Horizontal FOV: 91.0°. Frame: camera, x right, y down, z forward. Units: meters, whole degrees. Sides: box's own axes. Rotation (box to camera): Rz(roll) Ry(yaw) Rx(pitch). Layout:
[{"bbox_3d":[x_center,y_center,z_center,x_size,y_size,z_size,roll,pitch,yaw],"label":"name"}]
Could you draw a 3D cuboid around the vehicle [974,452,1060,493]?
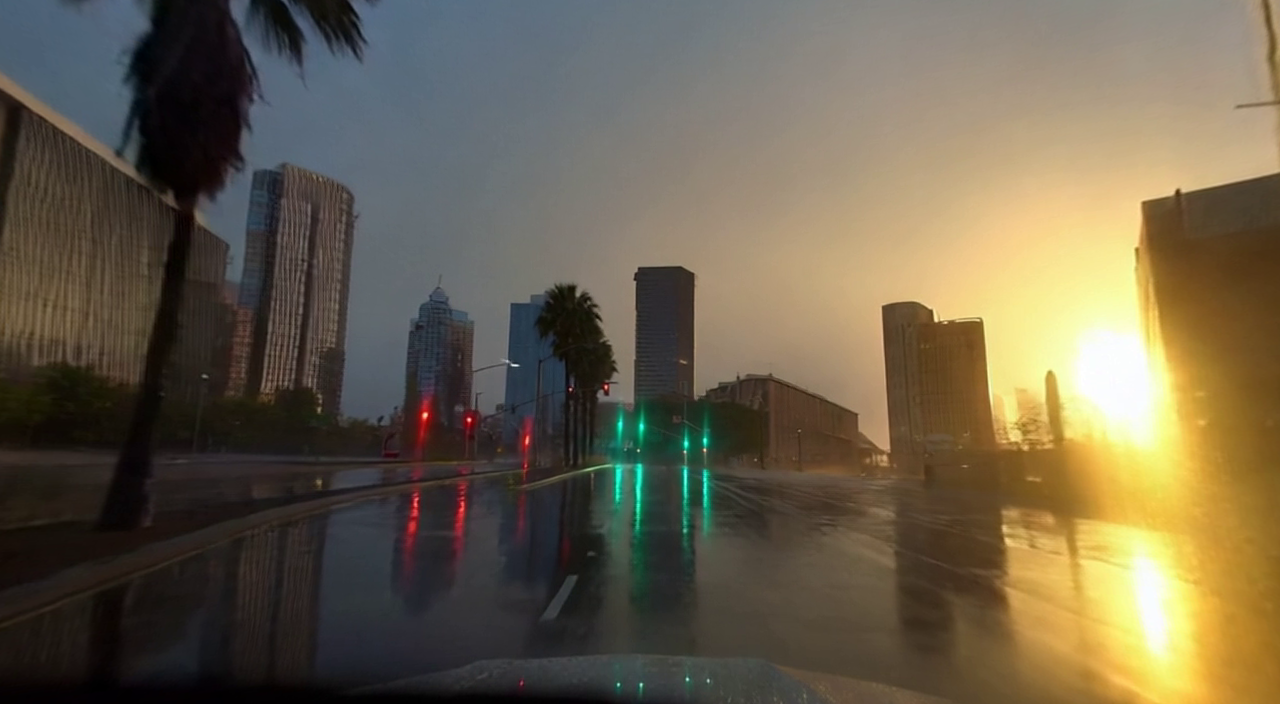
[{"bbox_3d":[28.747,9.355,48.378,2.599,2.380,6.013,3,-17,-2],"label":"vehicle"}]
